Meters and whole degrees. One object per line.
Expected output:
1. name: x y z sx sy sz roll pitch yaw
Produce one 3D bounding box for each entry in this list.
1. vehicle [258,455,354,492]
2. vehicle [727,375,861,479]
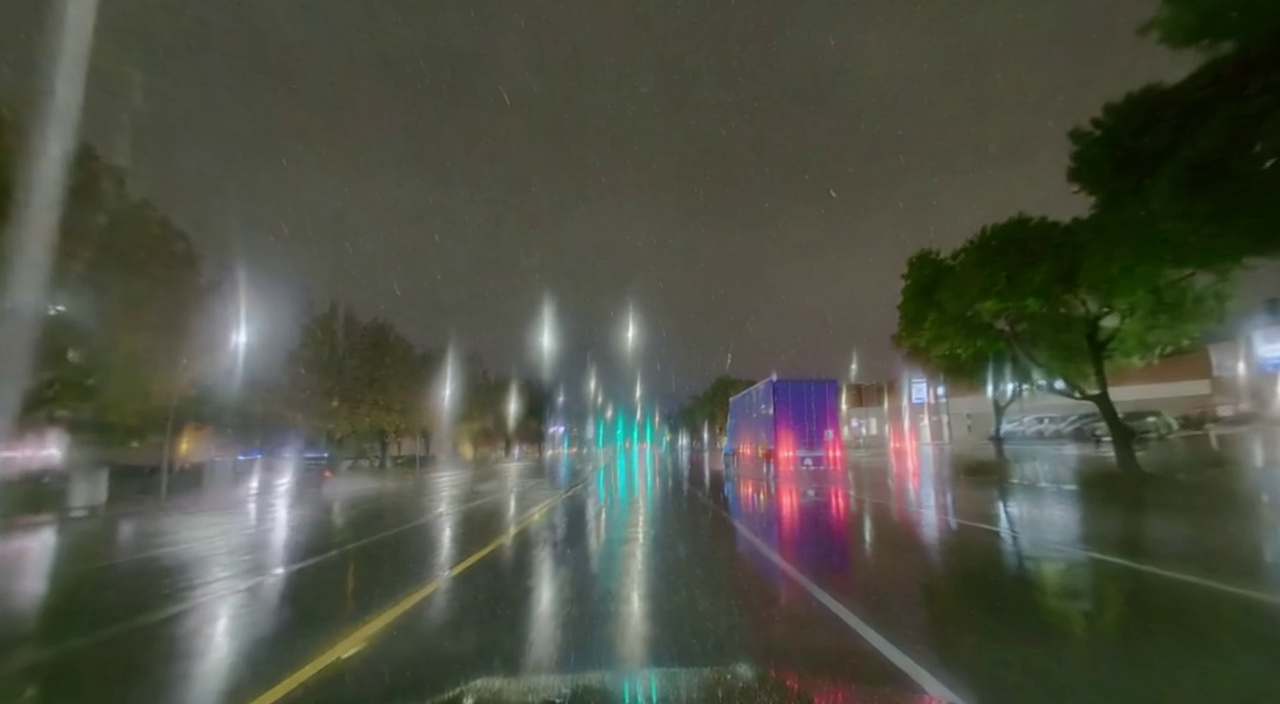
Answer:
1. vehicle: -15.467 5.637 29.582 1.901 1.487 4.711 0 -9 0
2. vehicle: 6.411 3.584 28.891 3.120 3.794 11.510 0 -8 -1
